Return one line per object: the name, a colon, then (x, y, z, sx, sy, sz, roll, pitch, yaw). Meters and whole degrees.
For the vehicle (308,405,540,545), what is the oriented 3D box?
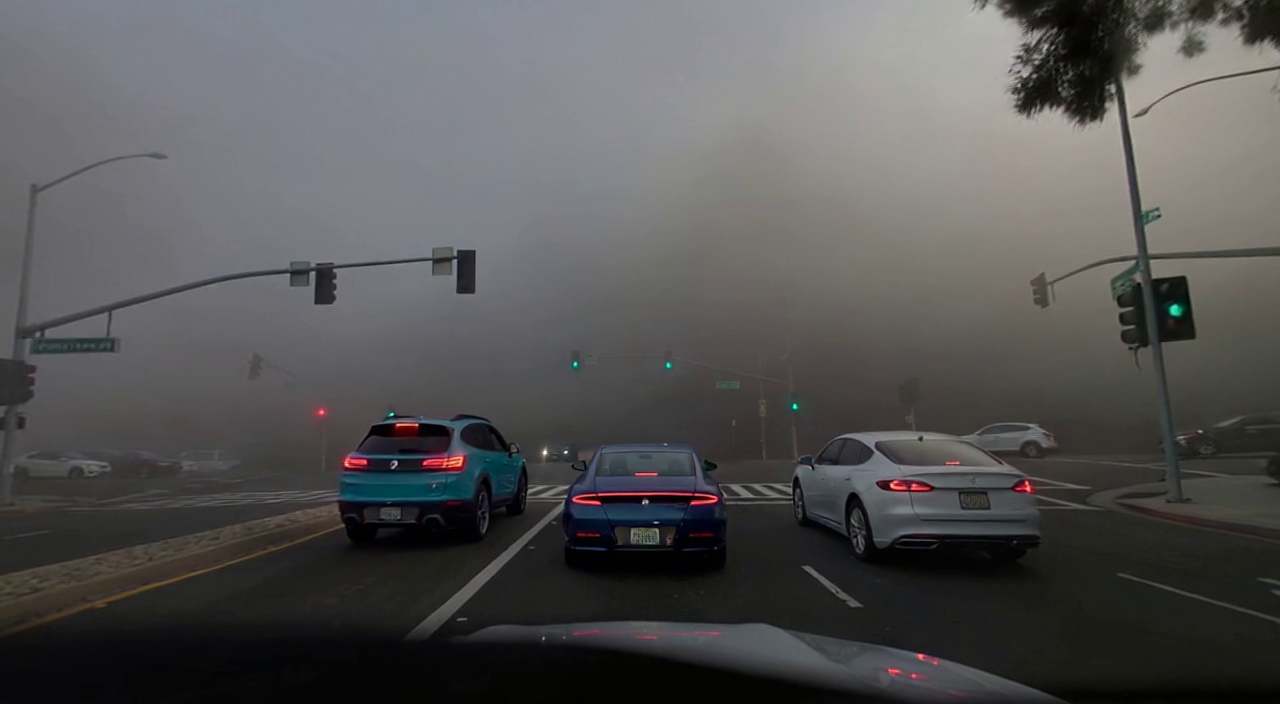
vehicle: (-3.162, 1.941, 10.564, 2.061, 1.781, 4.842, 0, -8, 1)

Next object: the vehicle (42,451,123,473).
vehicle: (-41.305, 8.155, 46.781, 4.195, 1.533, 1.752, 0, -8, -3)

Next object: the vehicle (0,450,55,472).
vehicle: (-46.160, 7.956, 46.164, 4.545, 1.558, 1.833, 0, -8, -4)

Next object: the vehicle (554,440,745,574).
vehicle: (0.113, 1.866, 8.385, 1.945, 1.343, 3.827, 0, -8, 1)

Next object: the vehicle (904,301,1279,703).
vehicle: (3.098, 0.805, 2.518, 2.143, 1.759, 4.531, 0, -8, 1)
